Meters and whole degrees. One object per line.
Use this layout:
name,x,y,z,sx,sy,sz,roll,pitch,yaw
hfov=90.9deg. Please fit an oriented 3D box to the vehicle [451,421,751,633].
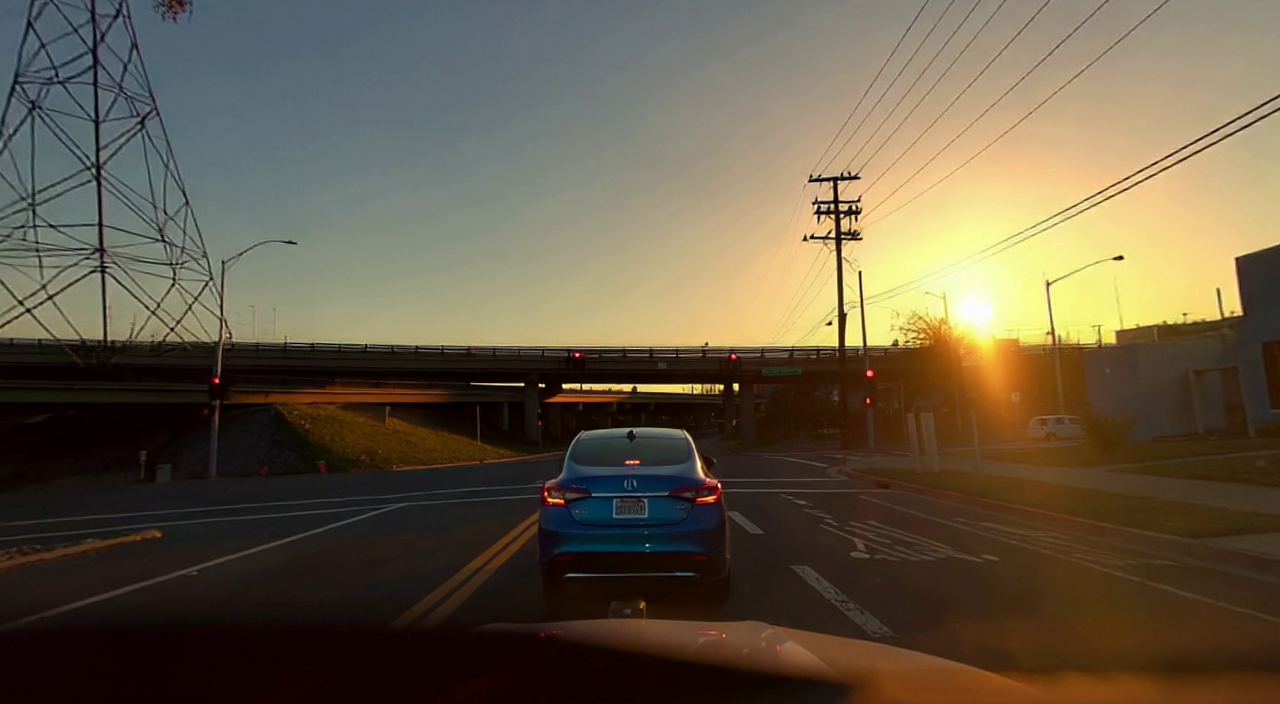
vehicle,-0.236,1.530,6.482,2.090,1.458,4.033,-1,-9,1
